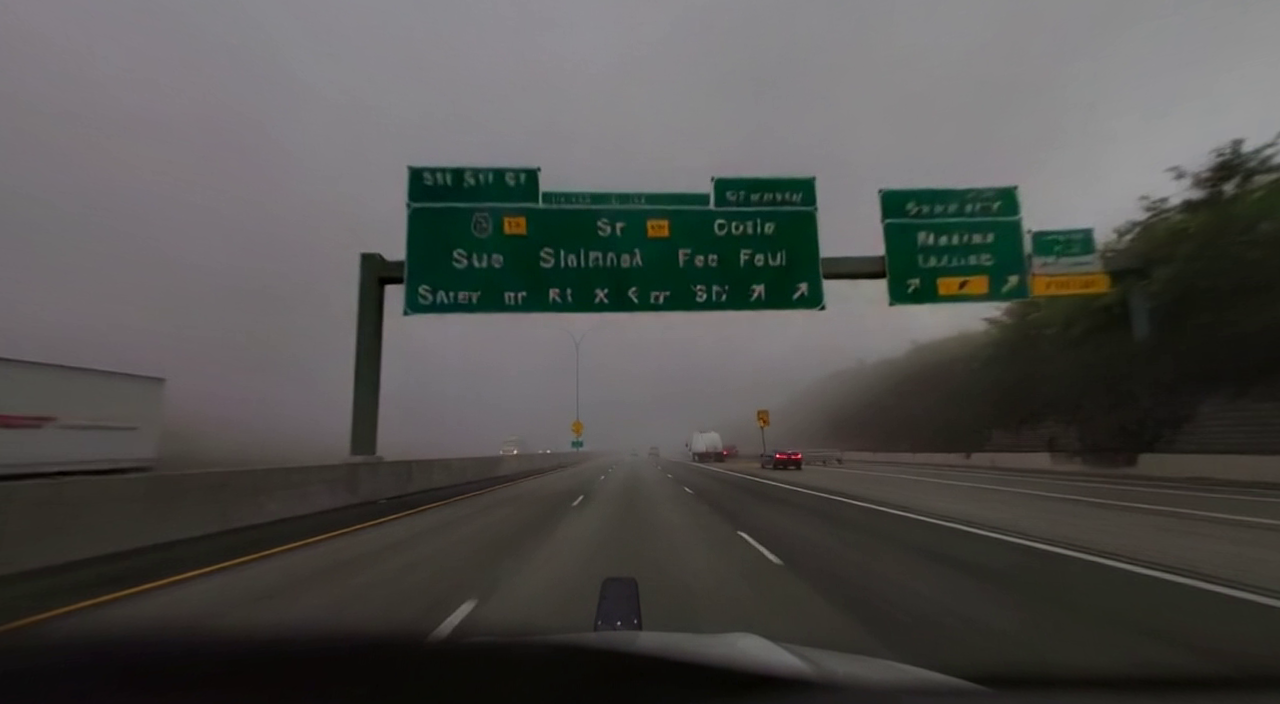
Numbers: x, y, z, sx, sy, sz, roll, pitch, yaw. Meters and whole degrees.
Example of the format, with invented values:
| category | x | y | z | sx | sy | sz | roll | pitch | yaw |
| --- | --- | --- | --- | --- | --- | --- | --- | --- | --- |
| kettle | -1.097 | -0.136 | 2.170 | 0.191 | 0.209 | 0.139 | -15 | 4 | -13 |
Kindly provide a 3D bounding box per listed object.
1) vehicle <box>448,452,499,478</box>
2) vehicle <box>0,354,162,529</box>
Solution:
| category | x | y | z | sx | sy | sz | roll | pitch | yaw |
| --- | --- | --- | --- | --- | --- | --- | --- | --- | --- |
| vehicle | -10.105 | 6.867 | 38.469 | 1.909 | 1.504 | 4.528 | 0 | -9 | 0 |
| vehicle | -16.220 | 2.331 | 16.173 | 2.988 | 3.980 | 5.849 | 0 | -9 | 0 |
